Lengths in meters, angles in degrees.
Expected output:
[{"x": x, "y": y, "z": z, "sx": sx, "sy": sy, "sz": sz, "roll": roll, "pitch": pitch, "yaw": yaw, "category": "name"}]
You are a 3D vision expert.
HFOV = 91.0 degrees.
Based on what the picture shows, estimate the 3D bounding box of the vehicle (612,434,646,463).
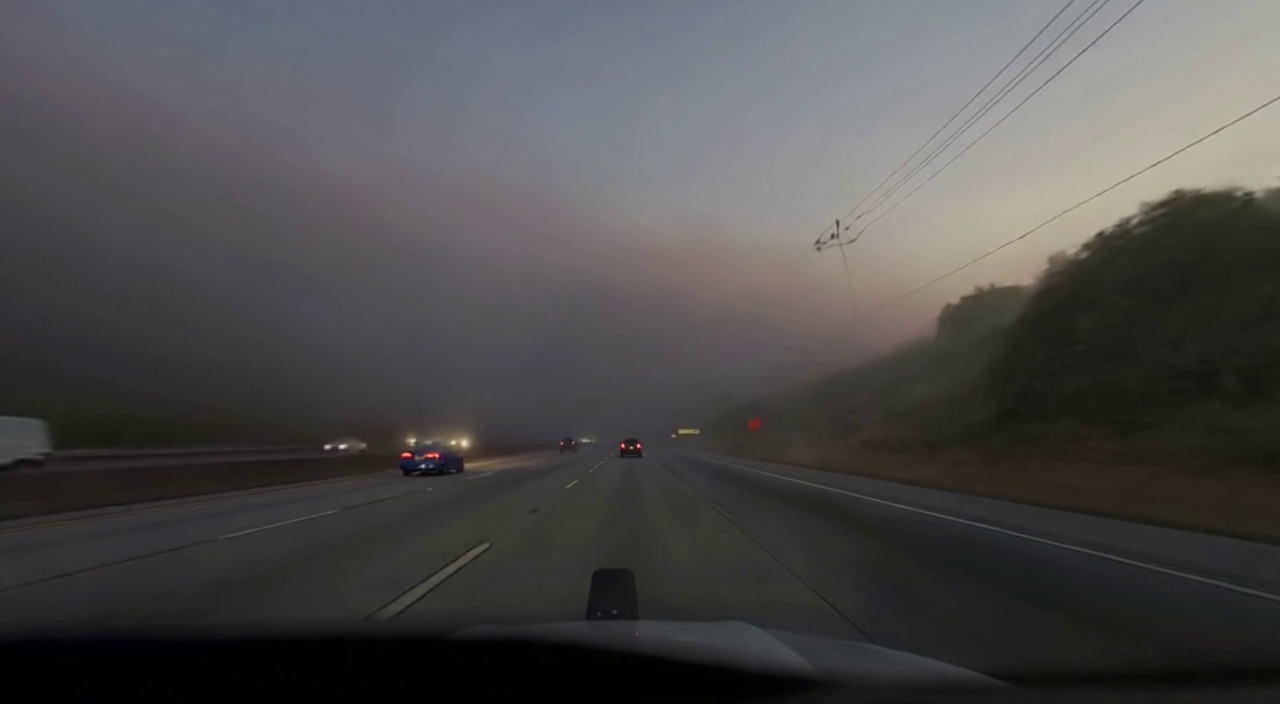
[{"x": -0.714, "y": 6.189, "z": 40.358, "sx": 2.040, "sy": 1.715, "sz": 3.906, "roll": -1, "pitch": -8, "yaw": -1, "category": "vehicle"}]

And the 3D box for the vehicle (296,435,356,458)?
[{"x": -22.604, "y": 6.824, "z": 45.507, "sx": 1.896, "sy": 1.542, "sz": 4.581, "roll": -1, "pitch": -8, "yaw": 1, "category": "vehicle"}]

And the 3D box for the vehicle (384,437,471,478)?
[{"x": -8.425, "y": 4.193, "z": 25.362, "sx": 2.047, "sy": 1.486, "sz": 4.306, "roll": -1, "pitch": -8, "yaw": -1, "category": "vehicle"}]
